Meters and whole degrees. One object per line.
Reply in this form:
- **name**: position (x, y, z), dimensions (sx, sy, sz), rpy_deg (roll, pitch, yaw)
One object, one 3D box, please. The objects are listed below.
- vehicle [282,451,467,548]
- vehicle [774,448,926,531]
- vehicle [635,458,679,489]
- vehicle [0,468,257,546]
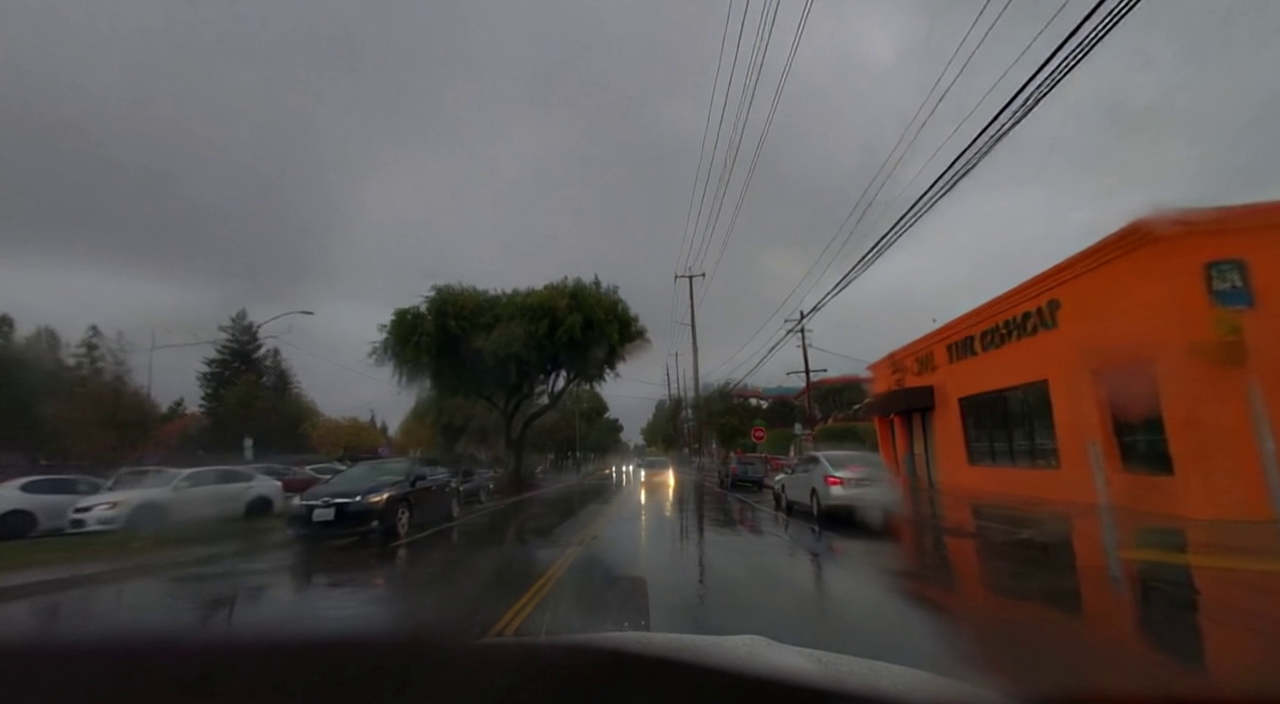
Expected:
- **vehicle**: position (-5.756, 3.206, 14.593), dimensions (2.146, 1.775, 5.117), rpy_deg (0, -8, -1)
- **vehicle**: position (4.270, 2.827, 13.647), dimensions (1.840, 1.452, 4.517), rpy_deg (0, -8, 2)
- **vehicle**: position (1.038, 6.709, 35.143), dimensions (2.033, 1.464, 4.645), rpy_deg (-1, -9, 7)
- **vehicle**: position (-11.673, 3.375, 14.003), dimensions (4.968, 1.493, 1.961), rpy_deg (0, -8, -2)
